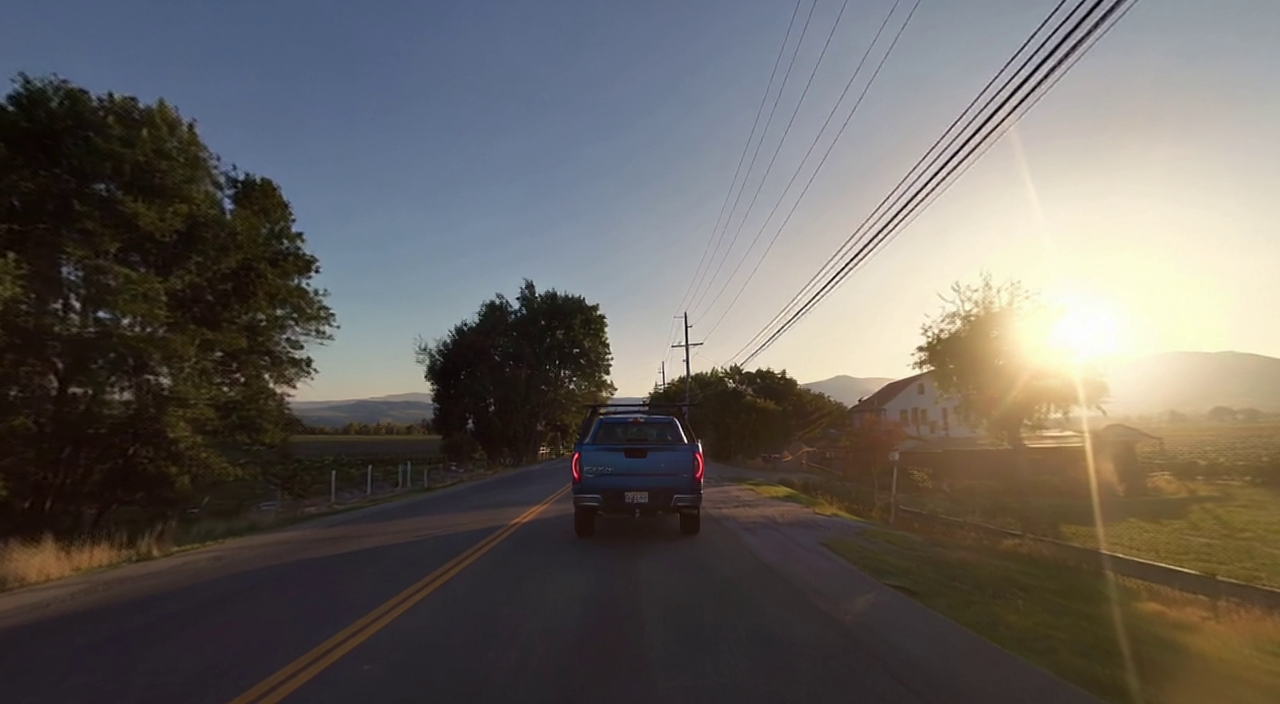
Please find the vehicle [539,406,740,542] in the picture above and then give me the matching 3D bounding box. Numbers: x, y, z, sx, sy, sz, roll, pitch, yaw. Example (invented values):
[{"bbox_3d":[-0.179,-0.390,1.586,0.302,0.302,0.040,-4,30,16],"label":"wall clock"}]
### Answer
[{"bbox_3d":[-0.087,2.121,11.762,2.774,1.861,5.885,0,-8,-2],"label":"vehicle"}]
